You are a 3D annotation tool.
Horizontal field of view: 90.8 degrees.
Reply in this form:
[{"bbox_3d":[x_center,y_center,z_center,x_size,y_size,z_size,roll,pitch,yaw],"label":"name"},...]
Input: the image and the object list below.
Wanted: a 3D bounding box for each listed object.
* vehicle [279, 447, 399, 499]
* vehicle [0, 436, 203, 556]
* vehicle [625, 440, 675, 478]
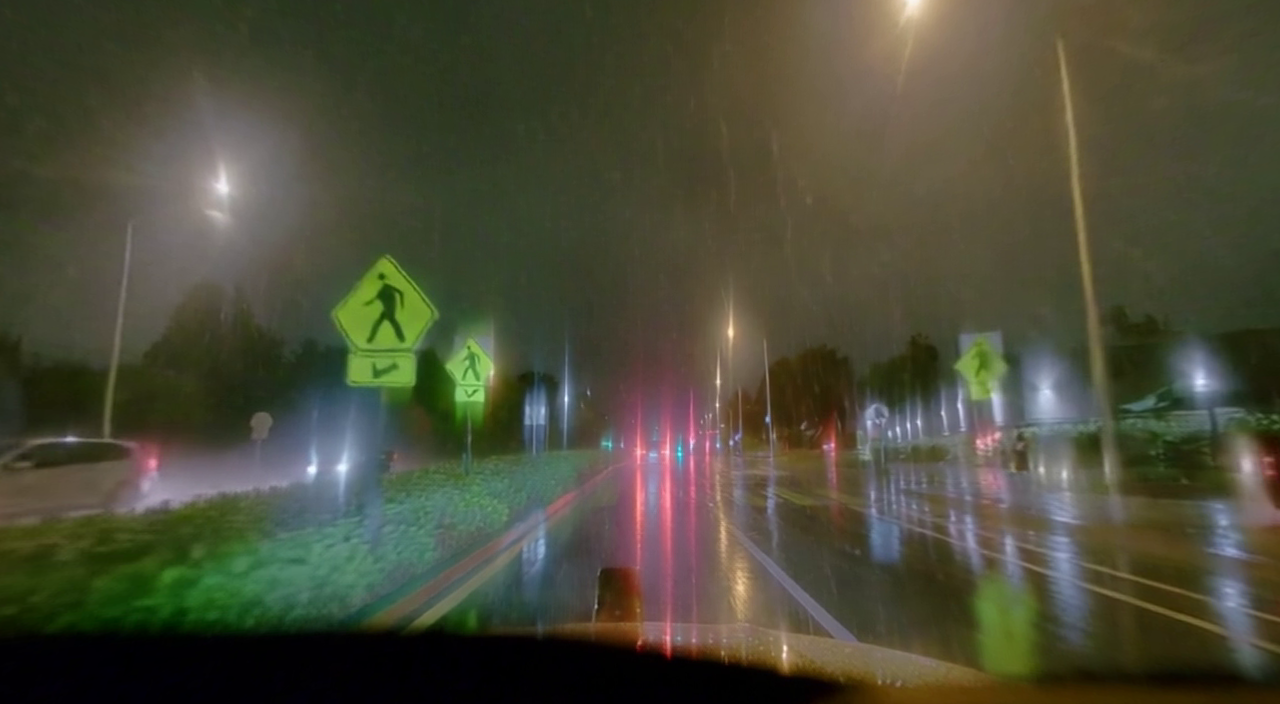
[{"bbox_3d":[-10.371,4.180,22.196,2.197,1.606,4.034,0,-8,0],"label":"vehicle"},{"bbox_3d":[-10.565,2.377,10.899,2.162,1.767,5.368,-1,-8,1],"label":"vehicle"},{"bbox_3d":[0.493,4.955,29.484,2.158,1.600,3.865,-1,-8,2],"label":"vehicle"}]
